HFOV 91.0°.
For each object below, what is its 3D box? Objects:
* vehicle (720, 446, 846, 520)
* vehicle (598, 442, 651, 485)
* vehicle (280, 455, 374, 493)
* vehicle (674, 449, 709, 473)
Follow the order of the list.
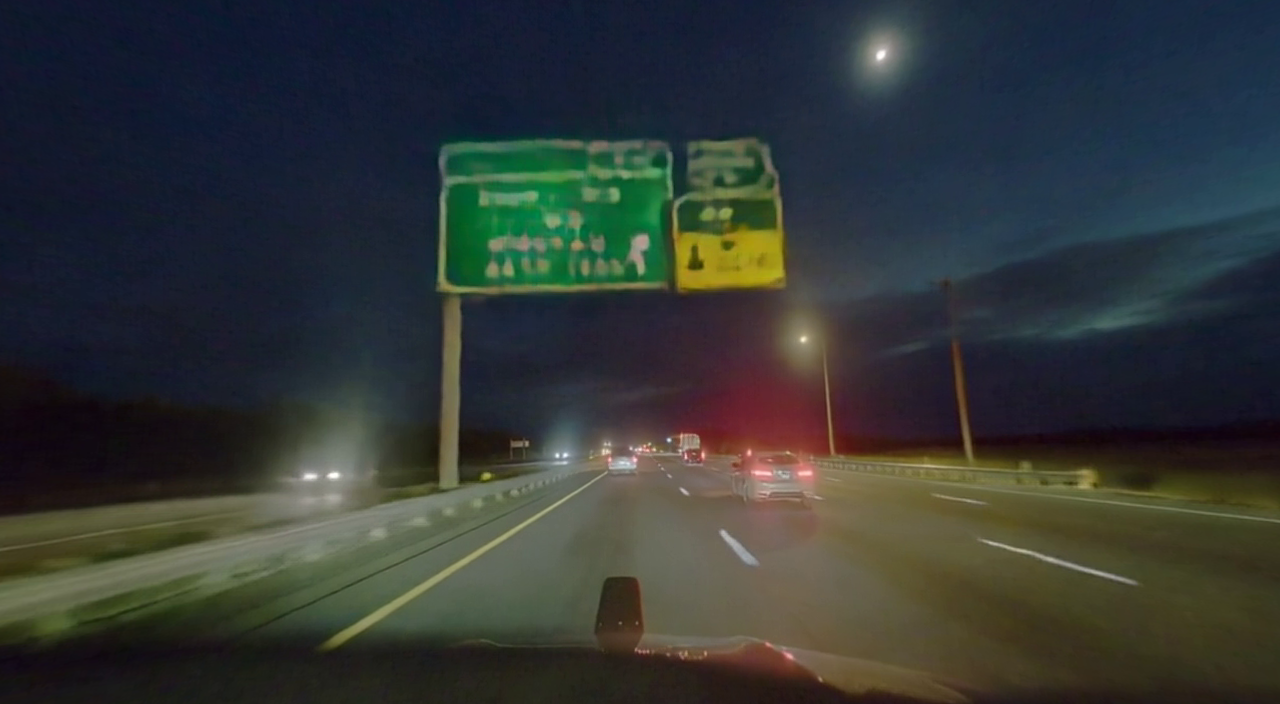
[{"bbox_3d":[3.176,2.987,14.889,2.004,1.471,4.032,0,-9,0],"label":"vehicle"},{"bbox_3d":[-0.614,4.860,27.784,2.142,1.724,4.344,0,-9,0],"label":"vehicle"},{"bbox_3d":[-14.300,5.571,29.123,1.878,1.521,4.608,0,-9,1],"label":"vehicle"},{"bbox_3d":[3.513,7.512,43.493,2.047,1.540,4.294,0,-9,0],"label":"vehicle"}]
